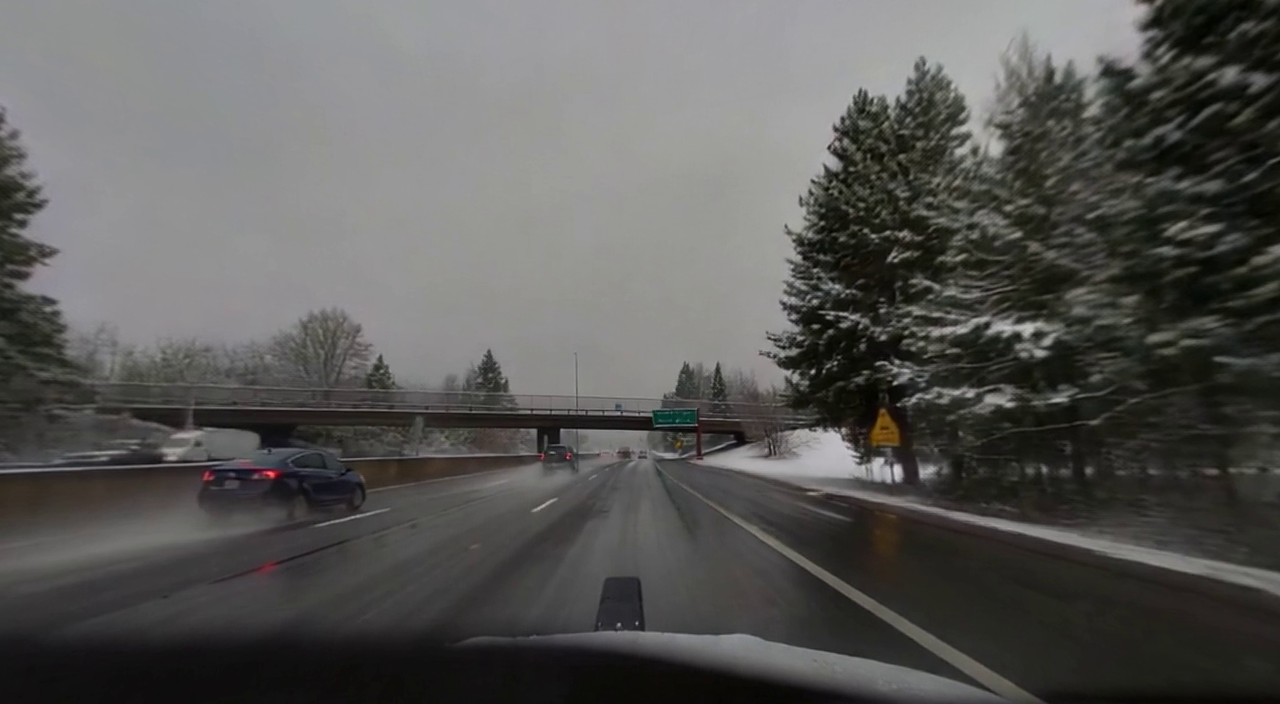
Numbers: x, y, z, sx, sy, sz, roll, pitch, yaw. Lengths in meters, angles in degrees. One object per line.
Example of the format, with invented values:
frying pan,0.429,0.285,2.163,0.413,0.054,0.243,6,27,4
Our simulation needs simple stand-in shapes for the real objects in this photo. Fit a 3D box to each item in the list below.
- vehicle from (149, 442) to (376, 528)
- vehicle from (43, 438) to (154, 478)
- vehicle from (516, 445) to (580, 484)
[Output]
vehicle,-7.716,2.733,13.587,2.002,1.507,4.631,0,-9,0
vehicle,-36.077,7.091,42.257,2.199,2.455,5.758,0,-9,1
vehicle,-4.020,5.025,28.395,2.102,1.571,4.666,0,-9,1
